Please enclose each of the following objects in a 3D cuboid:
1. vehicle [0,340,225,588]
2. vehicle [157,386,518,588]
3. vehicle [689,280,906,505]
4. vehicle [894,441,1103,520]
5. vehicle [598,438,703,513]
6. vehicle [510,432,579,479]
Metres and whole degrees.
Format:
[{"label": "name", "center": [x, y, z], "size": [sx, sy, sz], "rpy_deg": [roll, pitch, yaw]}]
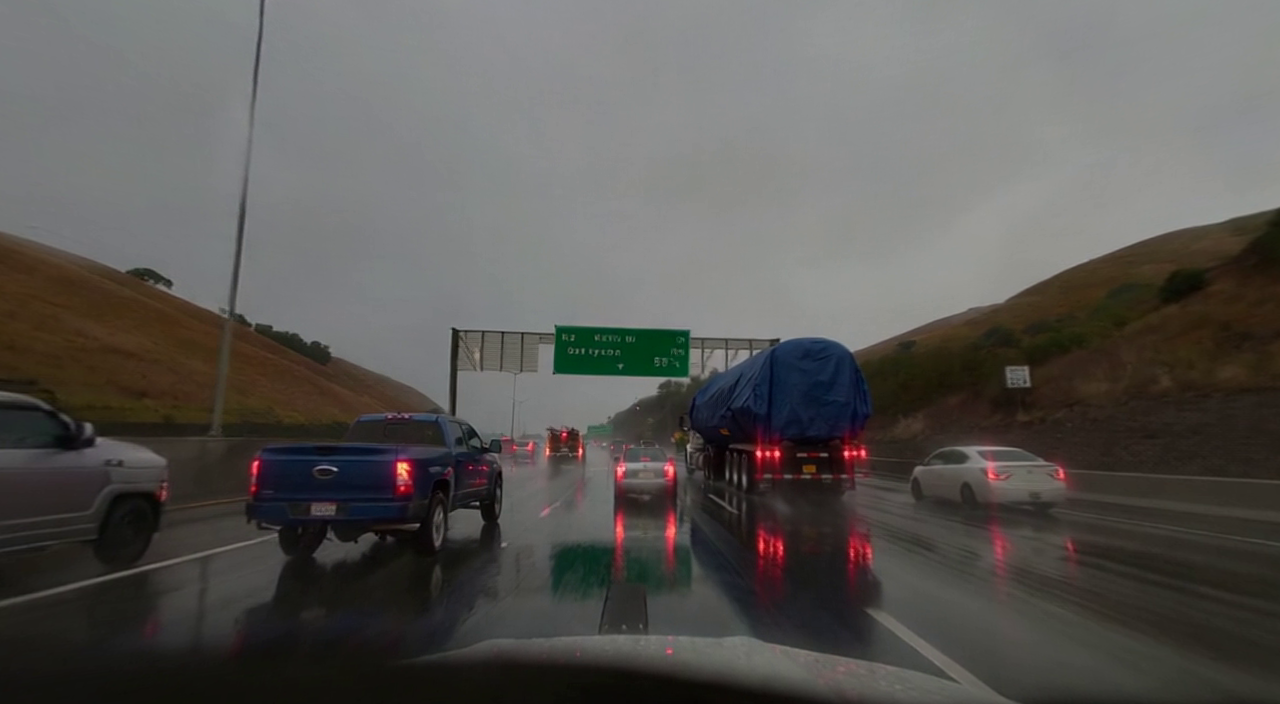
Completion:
[{"label": "vehicle", "center": [-7.580, 0.985, 5.453], "size": [3.150, 2.303, 7.133], "rpy_deg": [0, -8, 0]}, {"label": "vehicle", "center": [-3.379, 1.660, 8.712], "size": [2.318, 1.902, 5.374], "rpy_deg": [0, -8, 0]}, {"label": "vehicle", "center": [3.256, 1.490, 16.912], "size": [2.759, 4.098, 10.906], "rpy_deg": [0, -8, -1]}, {"label": "vehicle", "center": [7.744, 2.775, 14.225], "size": [2.092, 1.495, 4.194], "rpy_deg": [0, -8, -3]}, {"label": "vehicle", "center": [0.153, 2.776, 14.702], "size": [2.105, 1.471, 3.978], "rpy_deg": [0, -8, -2]}, {"label": "vehicle", "center": [-3.957, 4.406, 27.104], "size": [2.348, 1.821, 5.061], "rpy_deg": [0, -8, -2]}]
